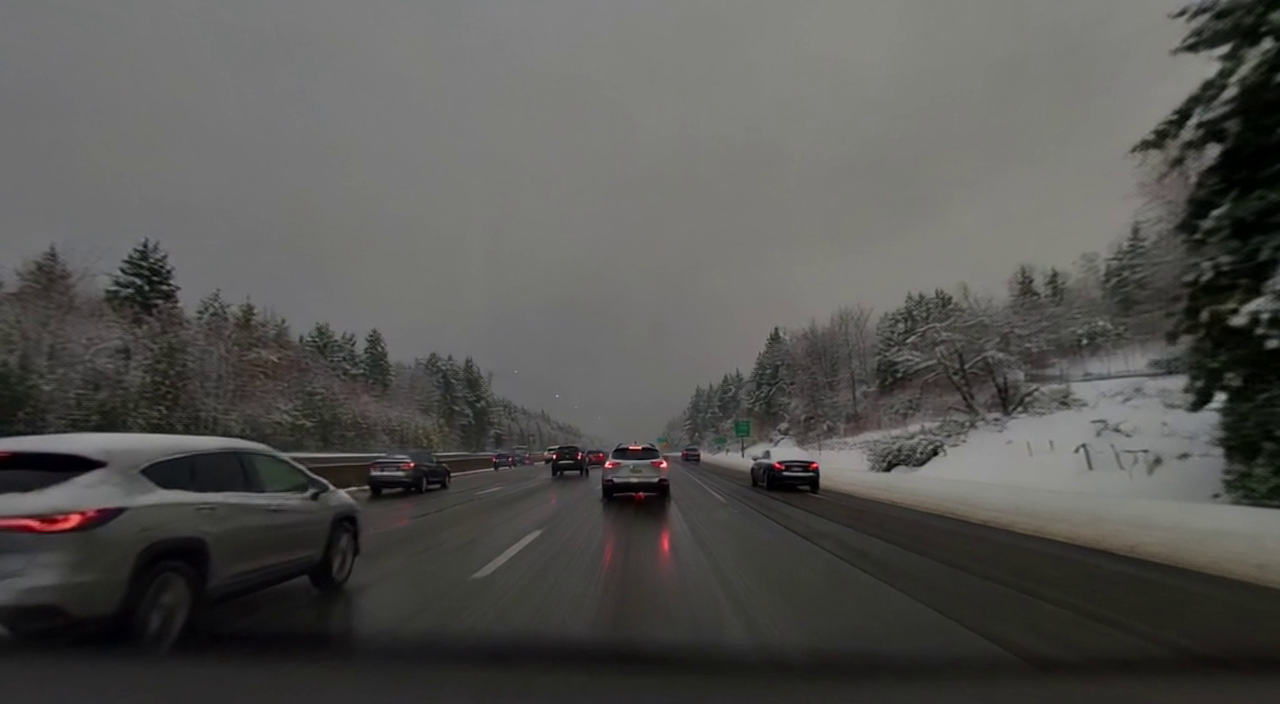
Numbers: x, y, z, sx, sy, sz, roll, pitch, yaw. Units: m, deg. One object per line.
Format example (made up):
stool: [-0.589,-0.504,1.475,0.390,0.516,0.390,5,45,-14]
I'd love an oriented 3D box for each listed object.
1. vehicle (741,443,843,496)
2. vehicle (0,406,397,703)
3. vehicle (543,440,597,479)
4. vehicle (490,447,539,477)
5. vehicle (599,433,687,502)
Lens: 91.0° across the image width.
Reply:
vehicle: [4.670,3.675,20.120,2.006,1.474,4.669,0,-8,-1]
vehicle: [-3.559,1.238,4.281,2.011,1.498,4.341,0,-8,1]
vehicle: [-3.448,5.388,31.752,2.142,1.808,4.266,0,-8,1]
vehicle: [-7.198,6.331,36.523,1.931,1.617,4.060,0,-8,1]
vehicle: [0.094,3.218,17.972,2.223,1.722,4.177,0,-8,0]
